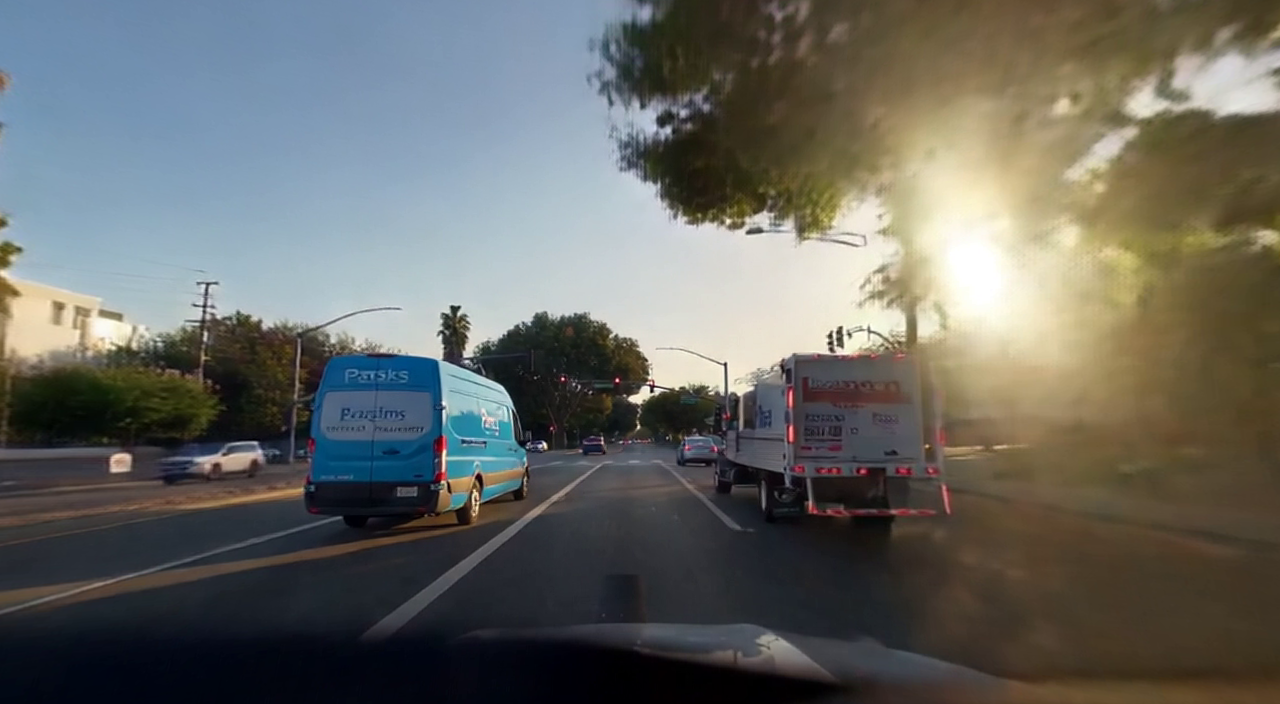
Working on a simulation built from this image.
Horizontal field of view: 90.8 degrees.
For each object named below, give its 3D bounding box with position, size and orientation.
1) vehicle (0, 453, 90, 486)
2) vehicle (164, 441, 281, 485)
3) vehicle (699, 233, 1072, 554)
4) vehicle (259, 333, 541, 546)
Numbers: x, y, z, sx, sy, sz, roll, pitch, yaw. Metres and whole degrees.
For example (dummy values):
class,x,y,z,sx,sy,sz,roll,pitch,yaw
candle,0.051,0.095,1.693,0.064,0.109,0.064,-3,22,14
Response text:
class,x,y,z,sx,sy,sz,roll,pitch,yaw
vehicle,-31.326,5.915,31.865,4.955,1.514,1.973,3,-9,-29
vehicle,-18.475,4.911,28.302,2.036,1.742,4.756,0,-9,-1
vehicle,3.083,1.130,11.806,2.861,3.525,9.858,0,-9,-1
vehicle,-3.631,1.611,11.551,2.443,2.784,6.493,0,-9,1
